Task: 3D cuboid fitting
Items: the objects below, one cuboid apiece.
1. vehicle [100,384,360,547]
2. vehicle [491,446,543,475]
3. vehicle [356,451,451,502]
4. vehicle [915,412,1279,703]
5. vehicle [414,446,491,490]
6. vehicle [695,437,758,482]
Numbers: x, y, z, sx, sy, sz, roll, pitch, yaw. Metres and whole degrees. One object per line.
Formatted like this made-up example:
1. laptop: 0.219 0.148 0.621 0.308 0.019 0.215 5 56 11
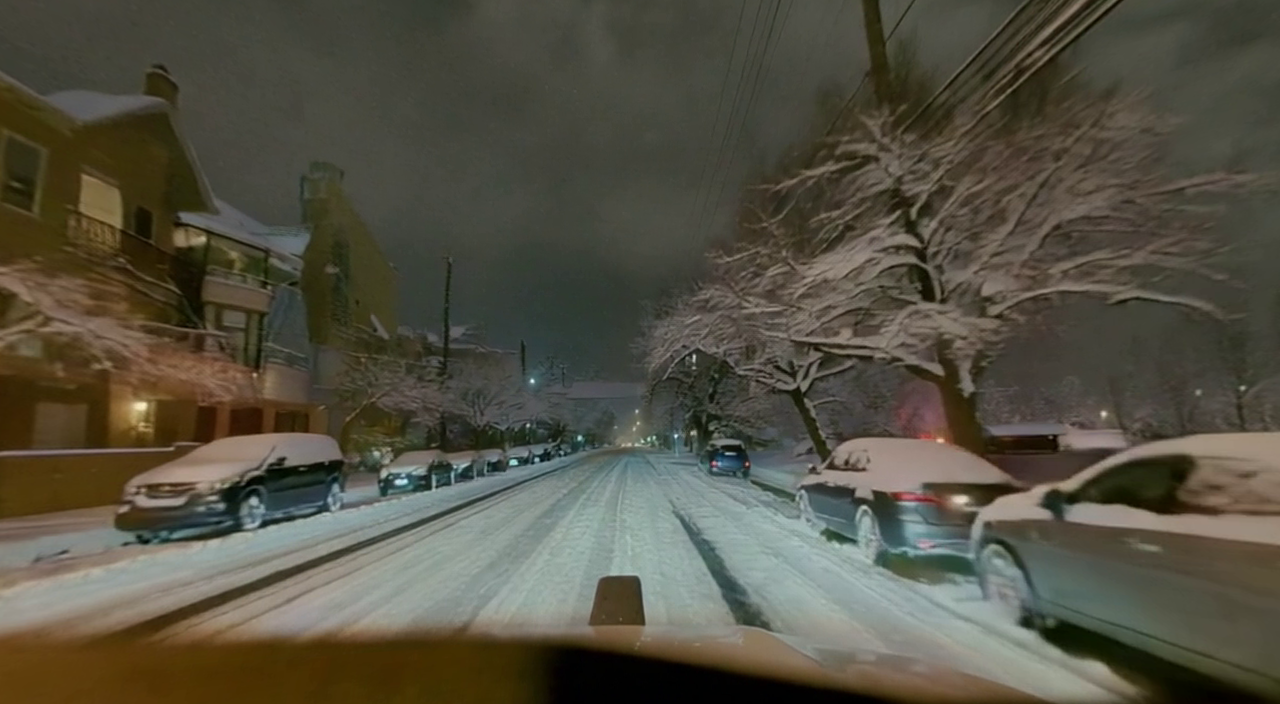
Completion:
1. vehicle: -7.157 2.030 11.728 1.889 2.463 4.142 0 -9 1
2. vehicle: -7.480 6.643 38.877 2.145 1.488 4.646 -2 -7 1
3. vehicle: -7.768 4.101 21.209 1.873 1.437 4.068 -1 -8 -4
4. vehicle: 3.804 1.226 3.888 1.943 1.563 4.752 1 -9 -2
5. vehicle: -7.759 4.841 26.602 1.917 1.618 4.825 -1 -10 -2
6. vehicle: 3.585 4.522 26.919 2.095 1.694 4.592 -1 -8 1
